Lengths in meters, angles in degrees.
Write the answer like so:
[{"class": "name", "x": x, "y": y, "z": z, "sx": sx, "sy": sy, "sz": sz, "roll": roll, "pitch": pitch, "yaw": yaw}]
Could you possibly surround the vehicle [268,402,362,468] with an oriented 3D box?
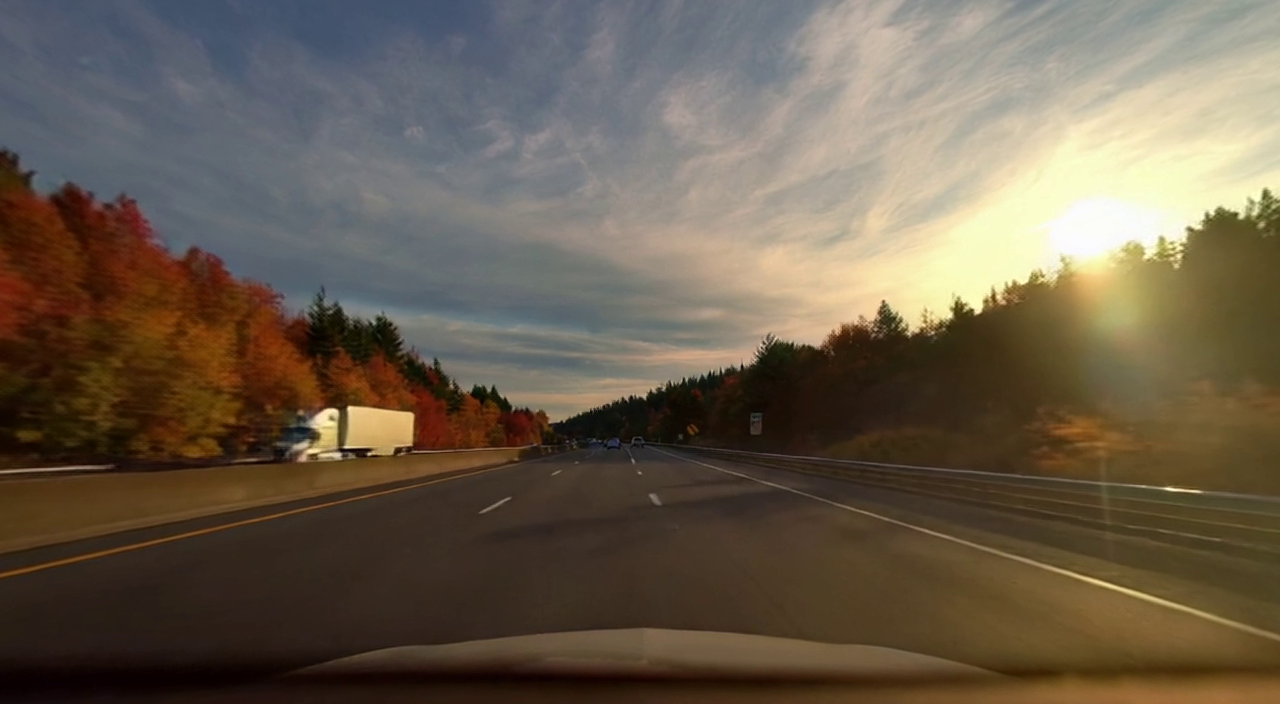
[{"class": "vehicle", "x": -21.731, "y": 5.649, "z": 42.534, "sx": 2.973, "sy": 4.092, "sz": 6.174, "roll": 0, "pitch": -8, "yaw": -1}]
